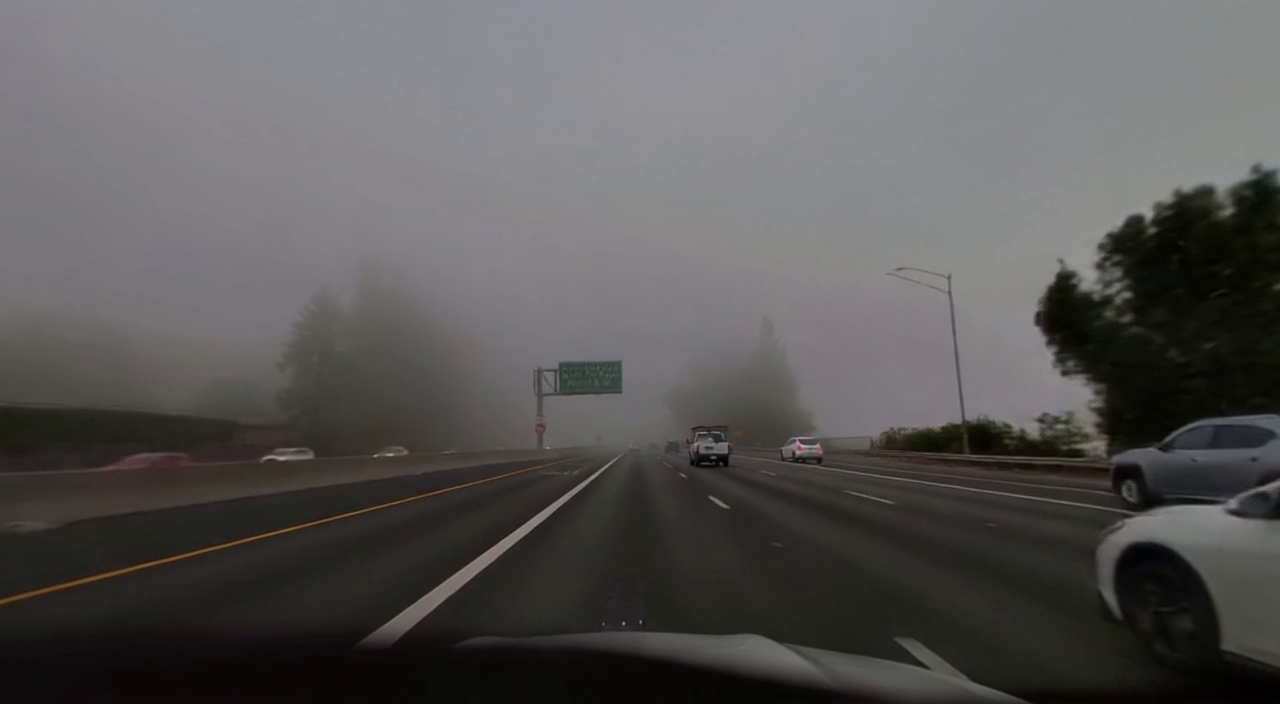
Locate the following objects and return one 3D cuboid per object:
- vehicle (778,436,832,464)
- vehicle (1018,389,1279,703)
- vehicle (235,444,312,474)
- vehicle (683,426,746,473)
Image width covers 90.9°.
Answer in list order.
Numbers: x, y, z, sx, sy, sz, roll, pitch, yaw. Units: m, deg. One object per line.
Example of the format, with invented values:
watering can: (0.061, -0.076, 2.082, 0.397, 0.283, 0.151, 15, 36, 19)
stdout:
vehicle: (10.504, 6.297, 40.595, 2.045, 1.658, 4.598, 0, -8, -2)
vehicle: (3.598, 0.825, 1.928, 1.978, 1.535, 4.705, -1, -8, 1)
vehicle: (-25.127, 7.332, 43.445, 2.225, 1.894, 5.092, -1, -8, 0)
vehicle: (3.369, 4.562, 29.696, 2.218, 1.964, 5.662, 0, -8, 0)
